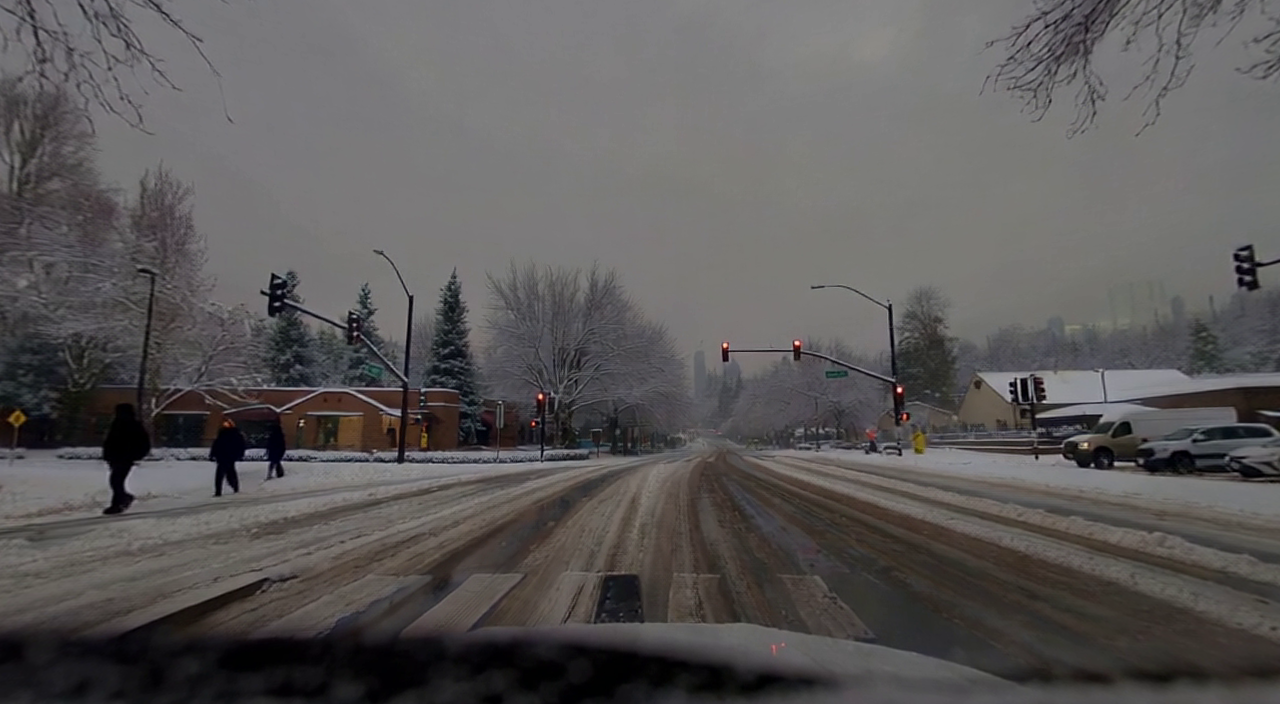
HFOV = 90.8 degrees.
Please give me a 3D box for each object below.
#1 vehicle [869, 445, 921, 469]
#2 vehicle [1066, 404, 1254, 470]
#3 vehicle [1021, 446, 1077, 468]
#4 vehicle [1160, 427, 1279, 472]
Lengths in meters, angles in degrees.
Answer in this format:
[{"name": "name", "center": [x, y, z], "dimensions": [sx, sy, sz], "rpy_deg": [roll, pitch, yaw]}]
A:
[{"name": "vehicle", "center": [17.503, 7.185, 43.589], "dimensions": [1.789, 1.557, 4.293], "rpy_deg": [0, -9, 1]}, {"name": "vehicle", "center": [22.953, 3.819, 28.158], "dimensions": [5.855, 2.746, 2.523], "rpy_deg": [-1, -9, 3]}, {"name": "vehicle", "center": [27.690, 7.131, 42.860], "dimensions": [1.589, 1.405, 3.633], "rpy_deg": [-1, -9, 5]}, {"name": "vehicle", "center": [21.198, 3.361, 21.791], "dimensions": [4.740, 1.464, 1.876], "rpy_deg": [-1, -9, 3]}]
